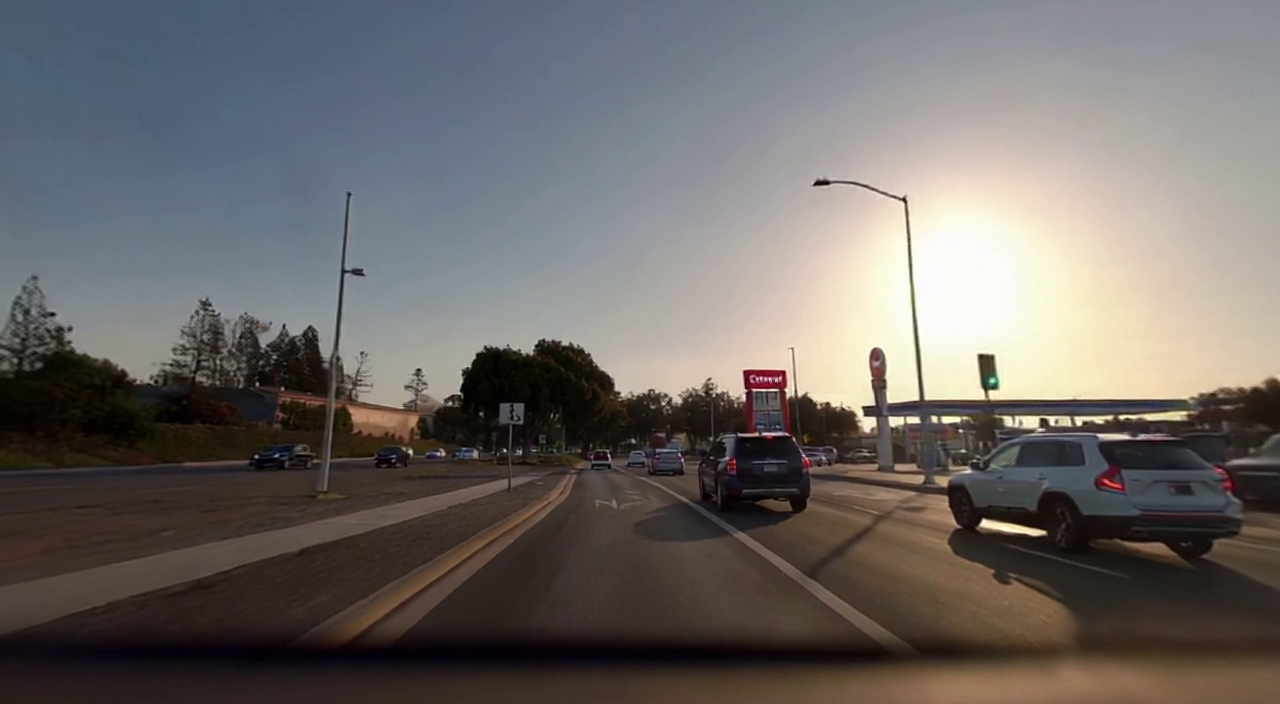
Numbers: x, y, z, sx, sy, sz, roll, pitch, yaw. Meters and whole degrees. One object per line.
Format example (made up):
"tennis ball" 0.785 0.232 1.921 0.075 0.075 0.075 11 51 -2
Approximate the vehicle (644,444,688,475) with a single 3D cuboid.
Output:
"vehicle" 1.388 5.986 35.369 2.012 1.612 4.114 1 -8 -5

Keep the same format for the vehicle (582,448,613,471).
"vehicle" -3.001 7.713 45.310 2.107 1.527 4.174 1 -8 -3

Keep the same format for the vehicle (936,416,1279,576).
"vehicle" 6.083 1.782 8.599 1.881 1.604 4.289 1 -8 -2

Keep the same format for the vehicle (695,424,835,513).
"vehicle" 2.762 2.719 15.222 2.184 1.777 4.712 1 -8 -3

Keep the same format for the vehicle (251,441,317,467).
"vehicle" -23.683 6.787 42.154 1.872 1.620 4.343 0 -8 0
